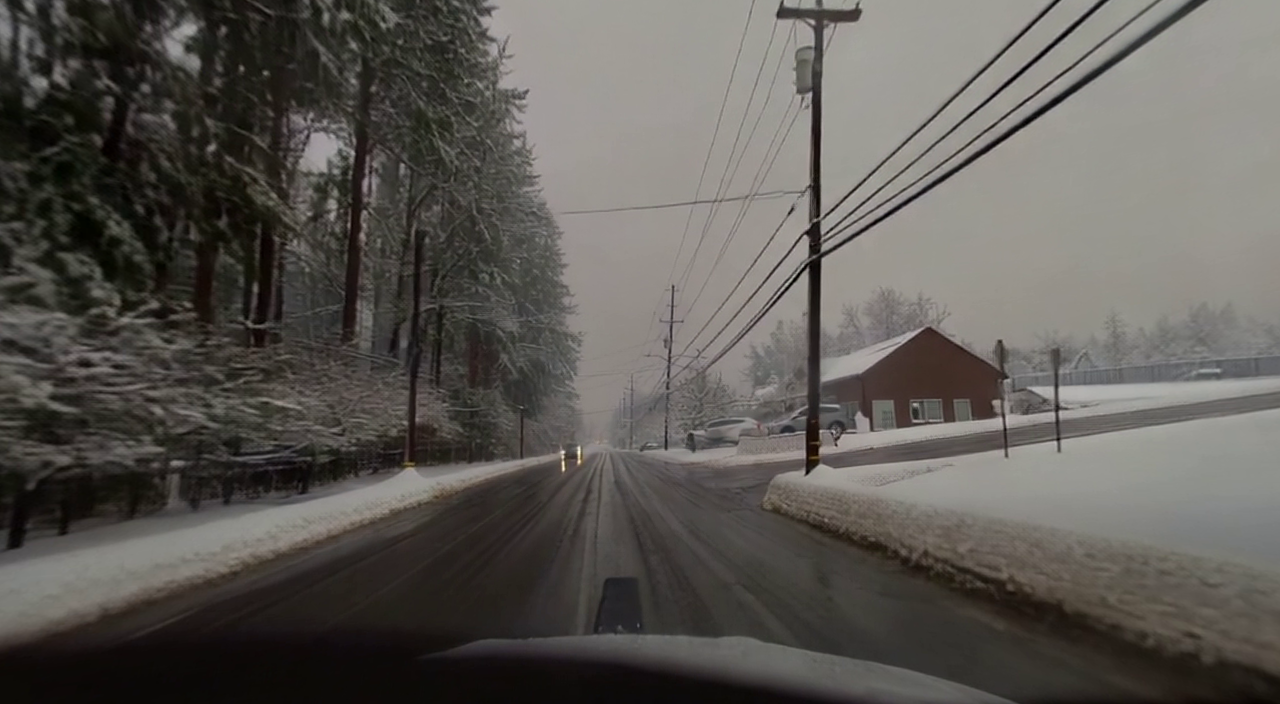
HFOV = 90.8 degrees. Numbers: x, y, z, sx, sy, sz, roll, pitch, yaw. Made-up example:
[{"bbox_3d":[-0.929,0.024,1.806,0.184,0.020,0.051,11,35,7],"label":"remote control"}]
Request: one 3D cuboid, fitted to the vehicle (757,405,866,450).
[{"bbox_3d":[8.111,3.634,29.858,4.780,1.984,1.896,4,-9,-23],"label":"vehicle"}]
